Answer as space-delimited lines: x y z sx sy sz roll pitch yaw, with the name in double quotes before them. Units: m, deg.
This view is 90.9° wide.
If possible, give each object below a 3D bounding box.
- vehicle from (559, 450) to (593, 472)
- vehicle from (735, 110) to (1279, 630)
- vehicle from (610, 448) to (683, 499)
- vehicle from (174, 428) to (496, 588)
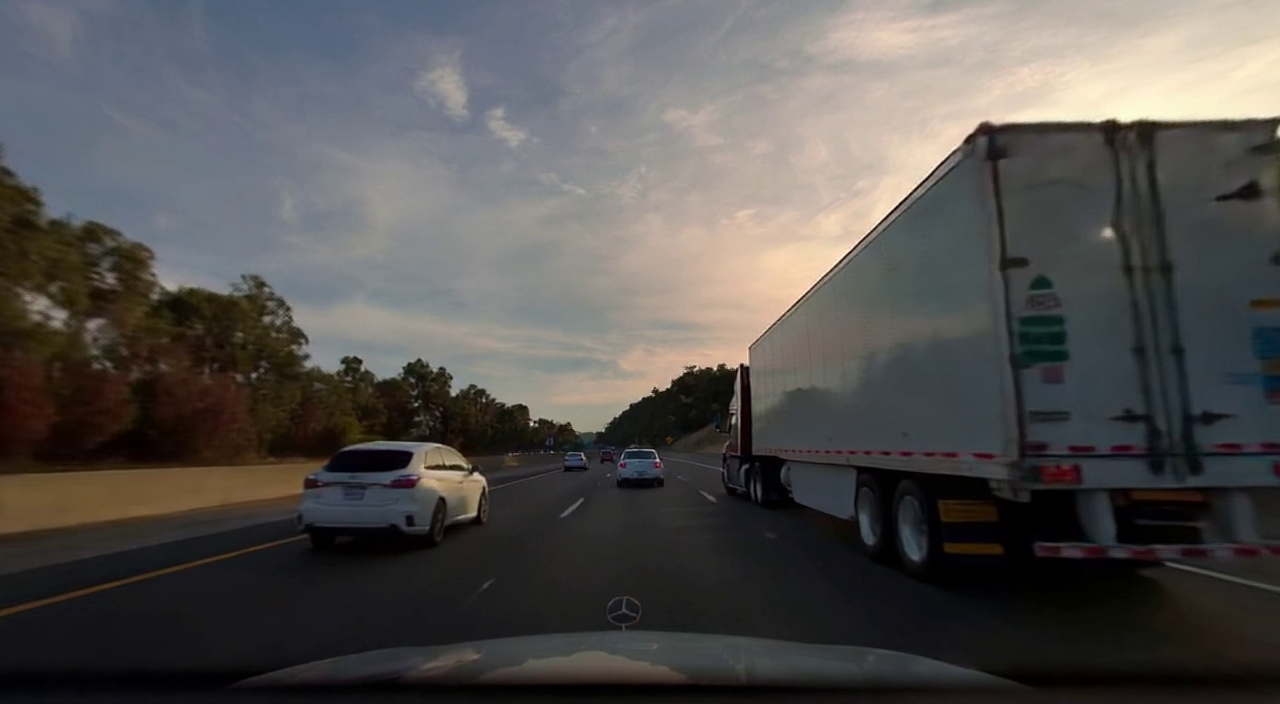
"vehicle" -4.494 7.728 44.924 2.017 1.460 4.382 0 -9 -1
"vehicle" 4.455 1.119 12.034 2.905 4.109 14.332 0 -9 -1
"vehicle" 0.149 3.703 19.557 2.023 1.400 4.028 0 -9 -1
"vehicle" -3.569 1.910 8.563 2.153 1.581 4.375 0 -9 0
